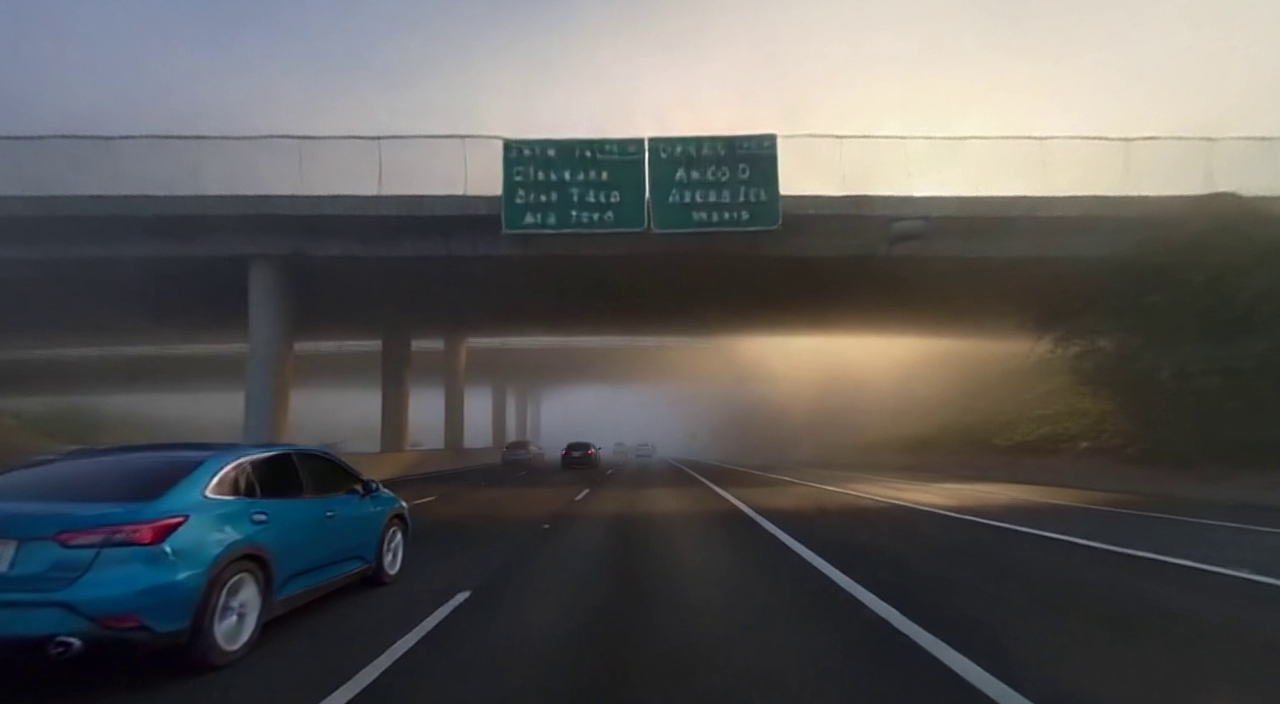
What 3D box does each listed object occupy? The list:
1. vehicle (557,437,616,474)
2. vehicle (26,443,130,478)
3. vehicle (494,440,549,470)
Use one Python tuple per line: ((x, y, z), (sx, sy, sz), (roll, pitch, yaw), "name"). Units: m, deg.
((-2.478, 4.971, 30.529), (2.210, 1.628, 4.586), (-1, -8, 3), "vehicle")
((-24.759, 4.753, 27.935), (1.488, 1.388, 3.392), (-1, -8, 0), "vehicle")
((-6.534, 5.734, 35.342), (2.069, 1.551, 4.830), (-1, -8, 1), "vehicle")
